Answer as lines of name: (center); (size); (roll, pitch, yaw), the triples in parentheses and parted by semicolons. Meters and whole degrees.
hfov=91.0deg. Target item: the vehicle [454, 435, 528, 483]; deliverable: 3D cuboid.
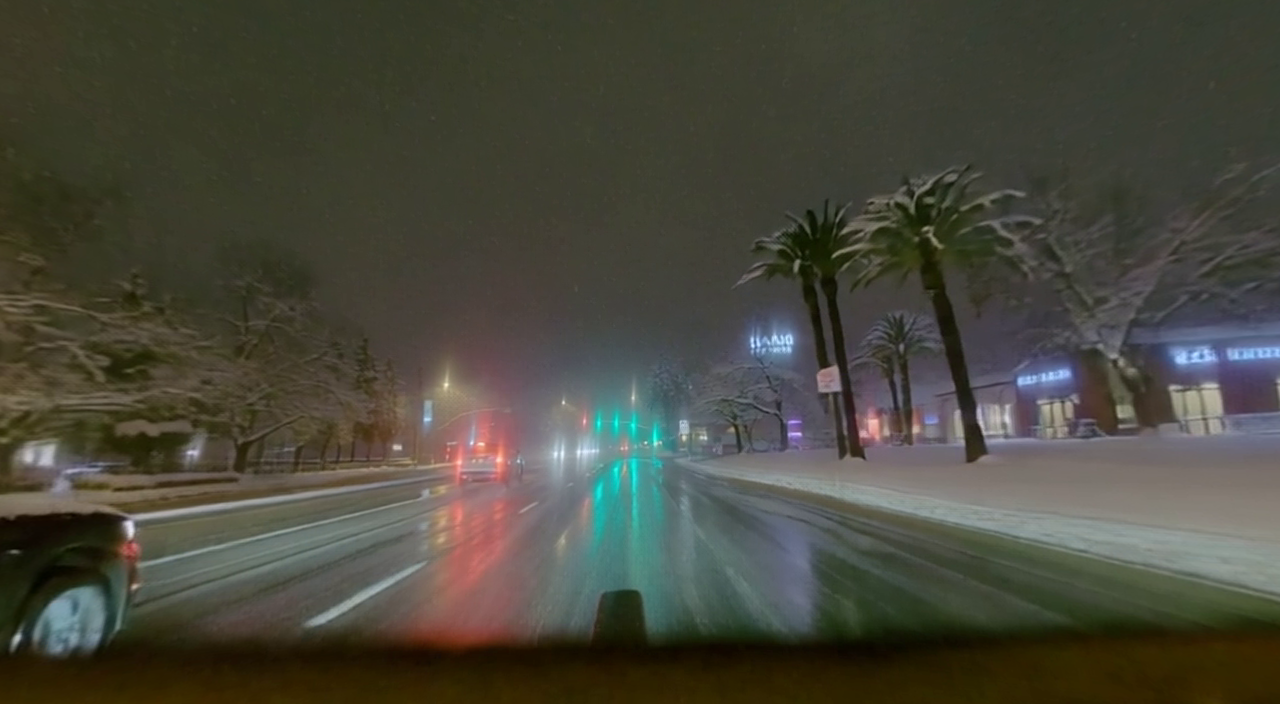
vehicle: (-6.199, 4.501, 26.731); (2.136, 1.844, 4.363); (0, -8, -1)

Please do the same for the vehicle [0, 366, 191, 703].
vehicle: (-3.850, 0.762, 1.810); (2.041, 1.666, 4.182); (0, -8, -1)
